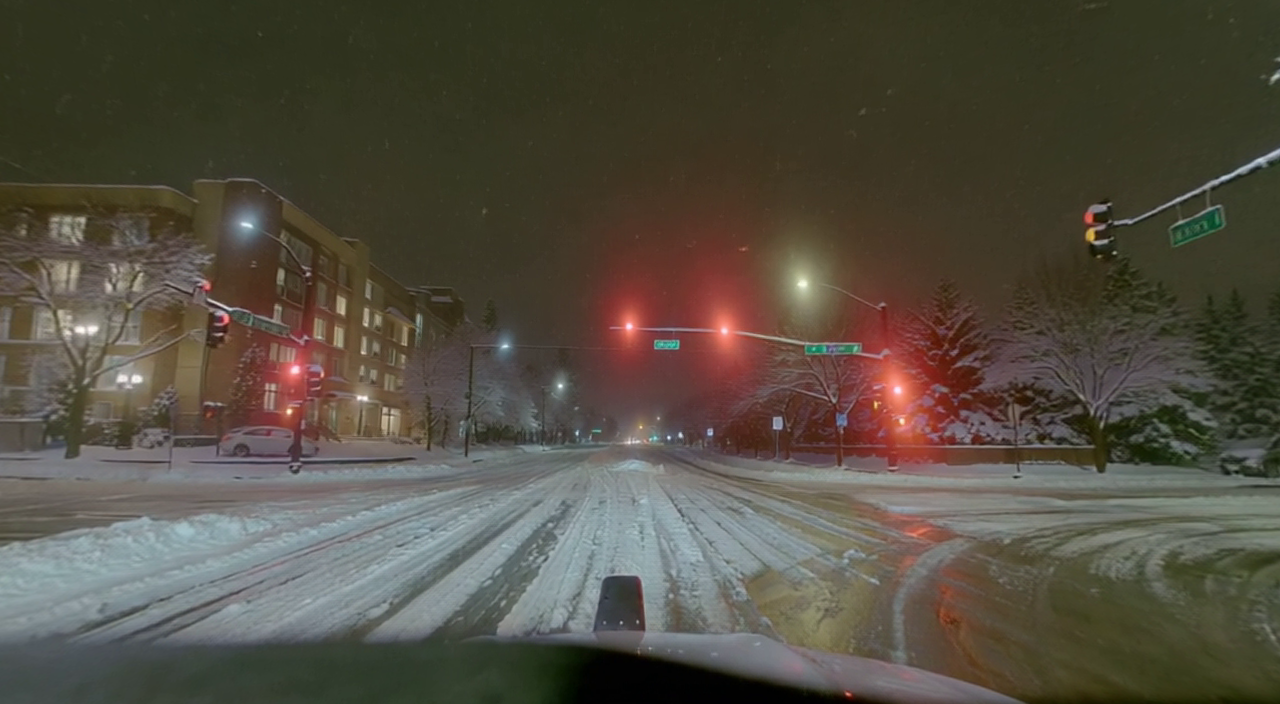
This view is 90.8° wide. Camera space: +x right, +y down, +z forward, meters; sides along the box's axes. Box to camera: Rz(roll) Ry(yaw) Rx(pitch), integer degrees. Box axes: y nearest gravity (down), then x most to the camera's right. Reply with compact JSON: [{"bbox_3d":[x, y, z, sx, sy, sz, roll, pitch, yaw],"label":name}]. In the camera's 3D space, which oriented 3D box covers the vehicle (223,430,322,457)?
[{"bbox_3d":[-22.401,5.584,38.651,4.765,1.593,1.891,1,-9,-7],"label":"vehicle"}]
